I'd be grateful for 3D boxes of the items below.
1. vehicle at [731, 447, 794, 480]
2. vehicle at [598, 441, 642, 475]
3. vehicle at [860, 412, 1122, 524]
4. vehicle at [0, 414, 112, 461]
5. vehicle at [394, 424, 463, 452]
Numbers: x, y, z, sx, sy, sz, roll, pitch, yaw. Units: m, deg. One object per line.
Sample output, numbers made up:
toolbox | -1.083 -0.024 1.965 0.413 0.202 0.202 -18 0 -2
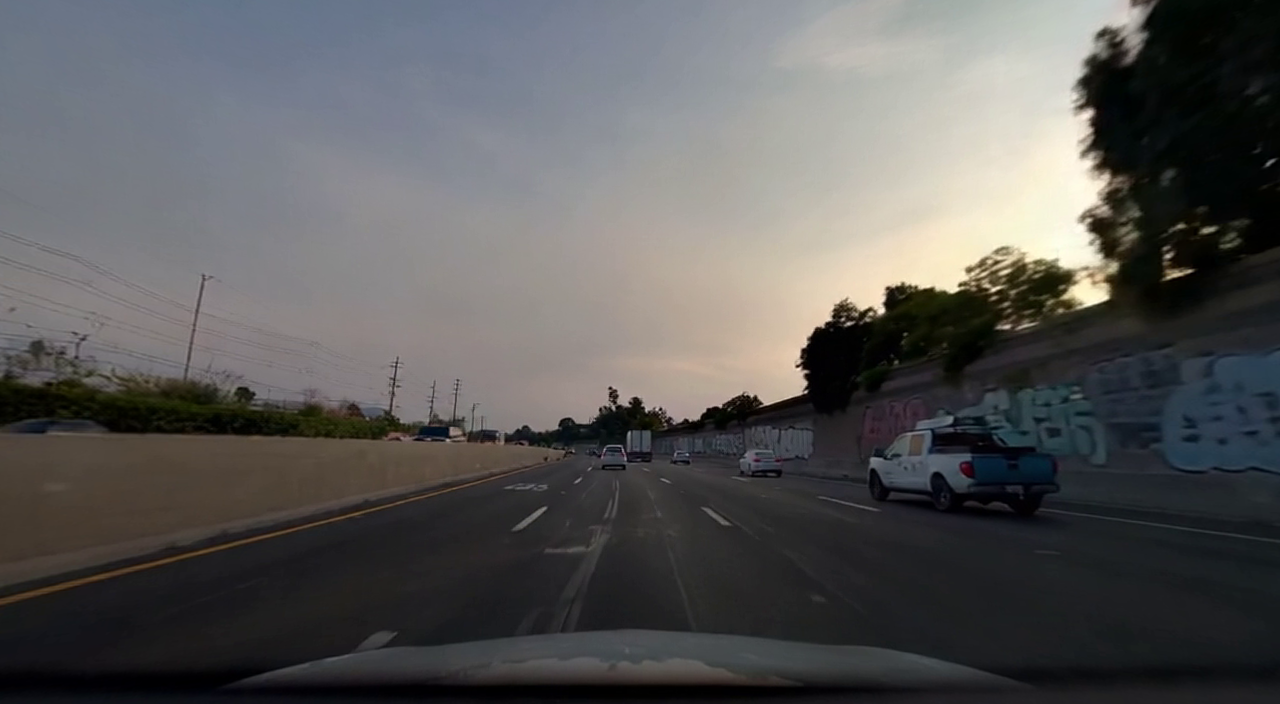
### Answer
vehicle | 6.082 5.589 31.975 2.032 1.525 4.631 0 -9 -3
vehicle | -1.086 5.542 33.102 2.191 1.685 3.353 0 -9 -3
vehicle | 7.193 2.499 14.063 2.325 1.924 5.838 0 -9 -2
vehicle | -21.317 3.043 22.080 1.870 1.492 4.545 0 -9 -2
vehicle | -10.535 4.396 31.845 2.006 1.300 4.518 0 -9 -1
